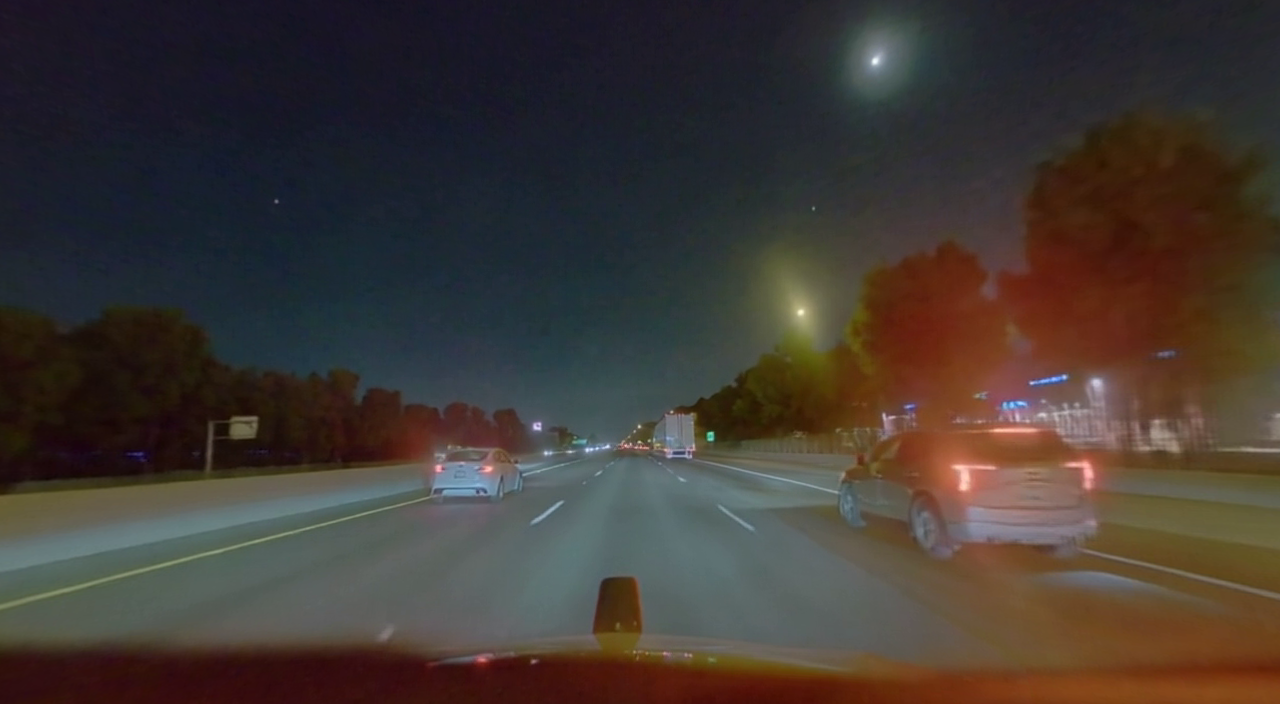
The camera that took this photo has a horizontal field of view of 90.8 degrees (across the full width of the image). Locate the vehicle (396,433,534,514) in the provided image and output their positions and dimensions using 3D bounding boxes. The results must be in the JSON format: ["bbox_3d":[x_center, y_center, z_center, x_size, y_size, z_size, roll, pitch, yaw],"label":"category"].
[{"bbox_3d":[-3.911,2.796,15.087,1.903,1.607,4.770,0,-8,0],"label":"vehicle"}]

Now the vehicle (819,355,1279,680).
[{"bbox_3d":[3.359,1.218,5.758,2.065,1.760,4.488,0,-8,-1],"label":"vehicle"}]
